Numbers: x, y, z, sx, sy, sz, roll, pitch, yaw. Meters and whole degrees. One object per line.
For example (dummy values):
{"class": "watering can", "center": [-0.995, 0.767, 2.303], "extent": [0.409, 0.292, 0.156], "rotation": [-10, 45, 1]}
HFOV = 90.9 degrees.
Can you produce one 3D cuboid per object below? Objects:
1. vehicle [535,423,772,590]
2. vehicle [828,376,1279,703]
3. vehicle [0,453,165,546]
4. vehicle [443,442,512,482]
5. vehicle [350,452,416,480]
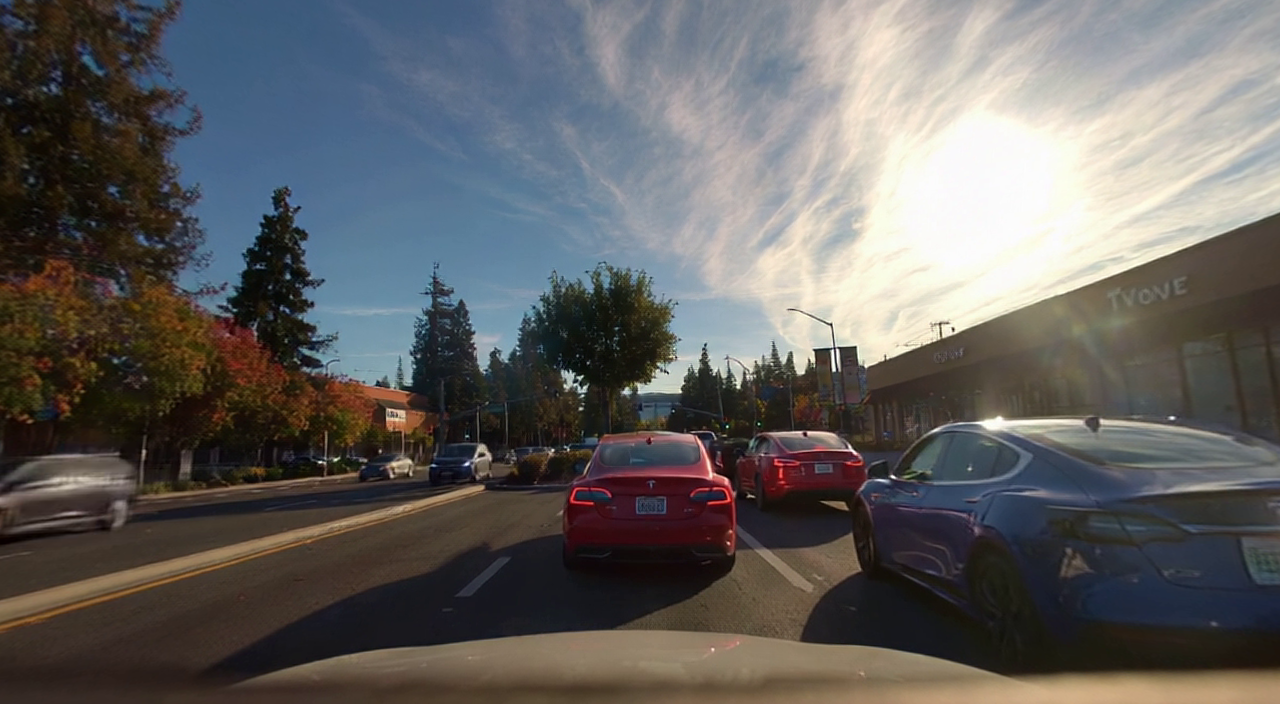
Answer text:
{"class": "vehicle", "center": [0.131, 1.685, 7.725], "extent": [2.137, 1.488, 3.938], "rotation": [0, -8, 0]}
{"class": "vehicle", "center": [3.209, 1.251, 4.996], "extent": [2.038, 1.651, 4.455], "rotation": [0, -8, 0]}
{"class": "vehicle", "center": [-11.657, 2.700, 11.942], "extent": [1.917, 1.506, 4.280], "rotation": [0, -8, 1]}
{"class": "vehicle", "center": [-7.450, 5.070, 29.326], "extent": [1.968, 1.682, 4.213], "rotation": [0, -8, 1]}
{"class": "vehicle", "center": [-14.780, 6.575, 36.527], "extent": [1.999, 1.462, 4.200], "rotation": [0, -8, 1]}
